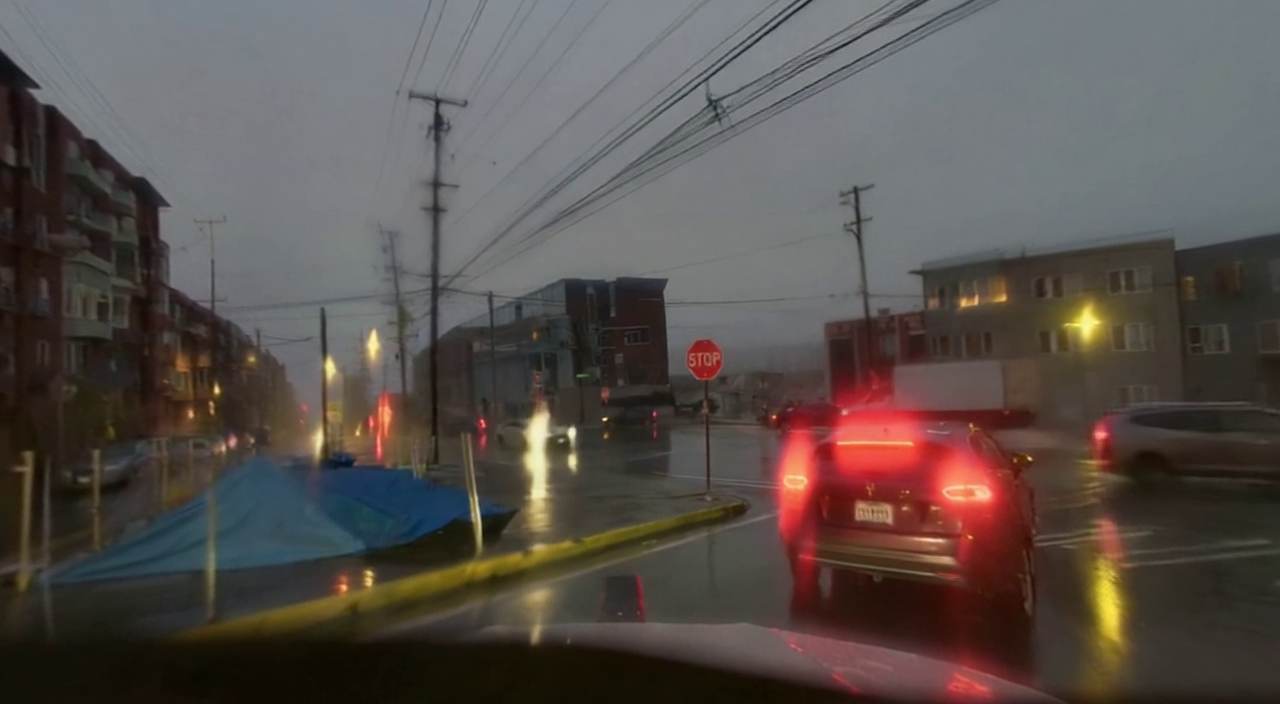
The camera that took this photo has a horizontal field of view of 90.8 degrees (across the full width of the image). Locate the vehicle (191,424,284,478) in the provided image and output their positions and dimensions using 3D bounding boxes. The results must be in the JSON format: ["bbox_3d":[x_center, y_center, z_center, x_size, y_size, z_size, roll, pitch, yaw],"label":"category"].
[{"bbox_3d":[-14.401,3.548,22.865,1.987,1.686,3.971,1,-8,-20],"label":"vehicle"}]

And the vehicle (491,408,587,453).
[{"bbox_3d":[-4.365,3.408,26.972,1.870,1.724,4.320,8,-12,-44],"label":"vehicle"}]

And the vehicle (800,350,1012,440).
[{"bbox_3d":[10.289,1.931,25.087,7.172,3.075,2.584,-7,-10,42],"label":"vehicle"}]

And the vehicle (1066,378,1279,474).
[{"bbox_3d":[13.364,1.708,14.543,5.506,1.970,2.152,-8,-10,41],"label":"vehicle"}]

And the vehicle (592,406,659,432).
[{"bbox_3d":[-0.993,4.250,39.720,1.790,1.468,4.422,7,-11,-41],"label":"vehicle"}]

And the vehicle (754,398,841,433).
[{"bbox_3d":[8.492,3.505,34.273,1.805,1.694,4.214,8,-12,-44],"label":"vehicle"}]

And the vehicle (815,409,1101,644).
[{"bbox_3d":[3.509,1.563,6.800,1.945,1.647,4.160,-6,-10,32],"label":"vehicle"}]

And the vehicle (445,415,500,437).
[{"bbox_3d":[-12.604,5.598,47.297,2.089,1.506,4.641,7,-11,-41],"label":"vehicle"}]

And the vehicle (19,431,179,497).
[{"bbox_3d":[-16.959,3.485,20.238,2.054,1.800,5.212,3,-9,-20],"label":"vehicle"}]
